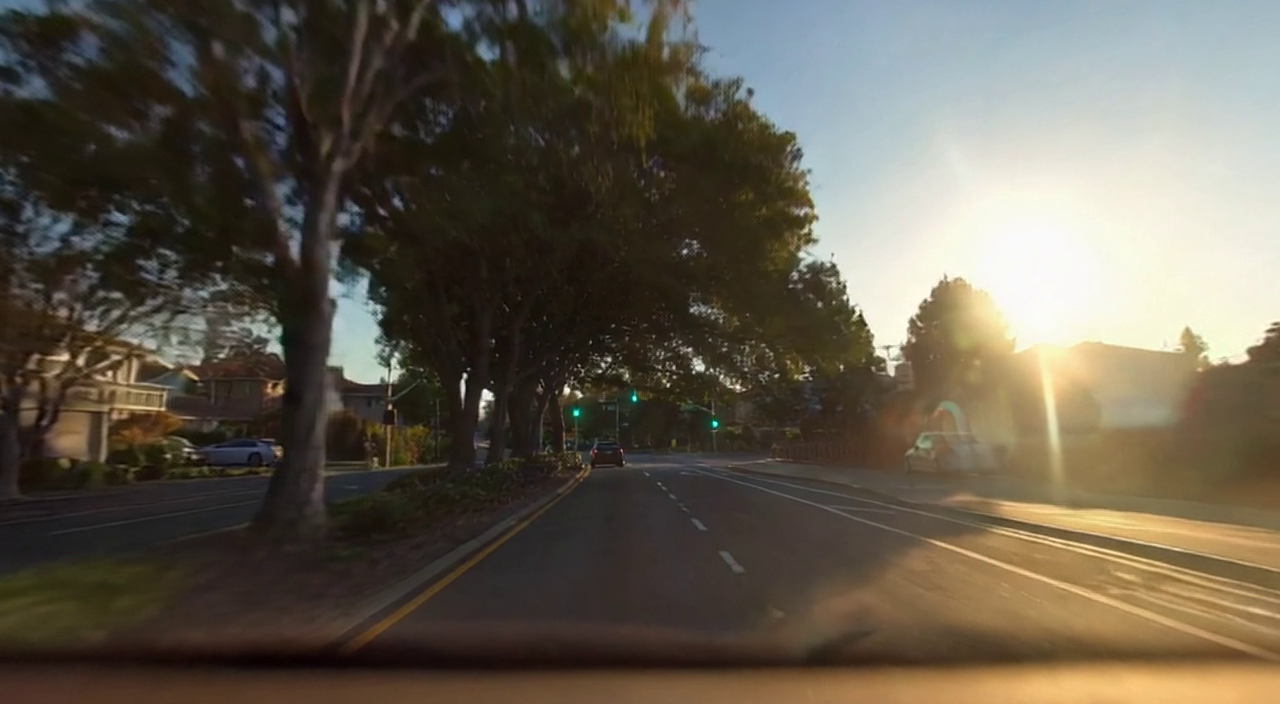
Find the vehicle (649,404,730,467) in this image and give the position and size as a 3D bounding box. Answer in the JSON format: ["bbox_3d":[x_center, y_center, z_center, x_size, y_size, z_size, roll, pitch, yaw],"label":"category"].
[{"bbox_3d":[2.723,5.338,39.609,3.037,3.261,12.926,1,-9,-5],"label":"vehicle"}]

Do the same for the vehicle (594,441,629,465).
[{"bbox_3d":[-1.911,6.614,41.338,2.113,1.462,4.203,1,-9,-4],"label":"vehicle"}]

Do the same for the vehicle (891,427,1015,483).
[{"bbox_3d":[11.299,3.767,23.261,2.145,1.795,4.992,0,-9,2],"label":"vehicle"}]

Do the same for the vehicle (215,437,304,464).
[{"bbox_3d":[-24.355,6.337,40.516,4.348,1.653,1.948,2,-9,-11],"label":"vehicle"}]
